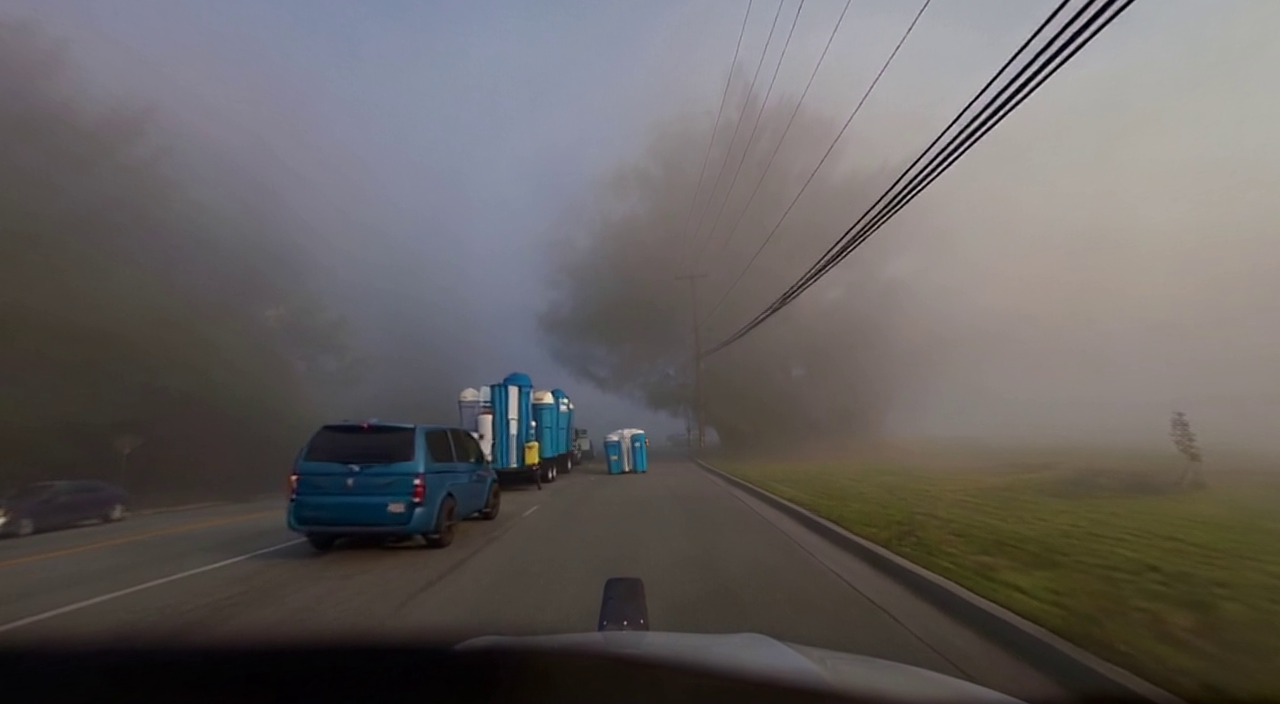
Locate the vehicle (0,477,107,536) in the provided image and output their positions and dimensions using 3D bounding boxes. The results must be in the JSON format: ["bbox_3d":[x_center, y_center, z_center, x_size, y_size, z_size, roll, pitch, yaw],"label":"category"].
[{"bbox_3d":[-18.880,4.614,18.969,1.837,1.485,4.231,-1,-8,2],"label":"vehicle"}]

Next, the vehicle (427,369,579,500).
[{"bbox_3d":[-3.957,2.721,20.484,3.120,3.393,7.945,0,-8,0],"label":"vehicle"}]

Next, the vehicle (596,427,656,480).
[{"bbox_3d":[-0.526,3.873,24.226,2.117,1.861,4.095,0,-8,-1],"label":"vehicle"}]

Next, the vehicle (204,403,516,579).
[{"bbox_3d":[-3.409,1.804,9.036,2.187,1.821,4.748,0,-8,1],"label":"vehicle"}]
